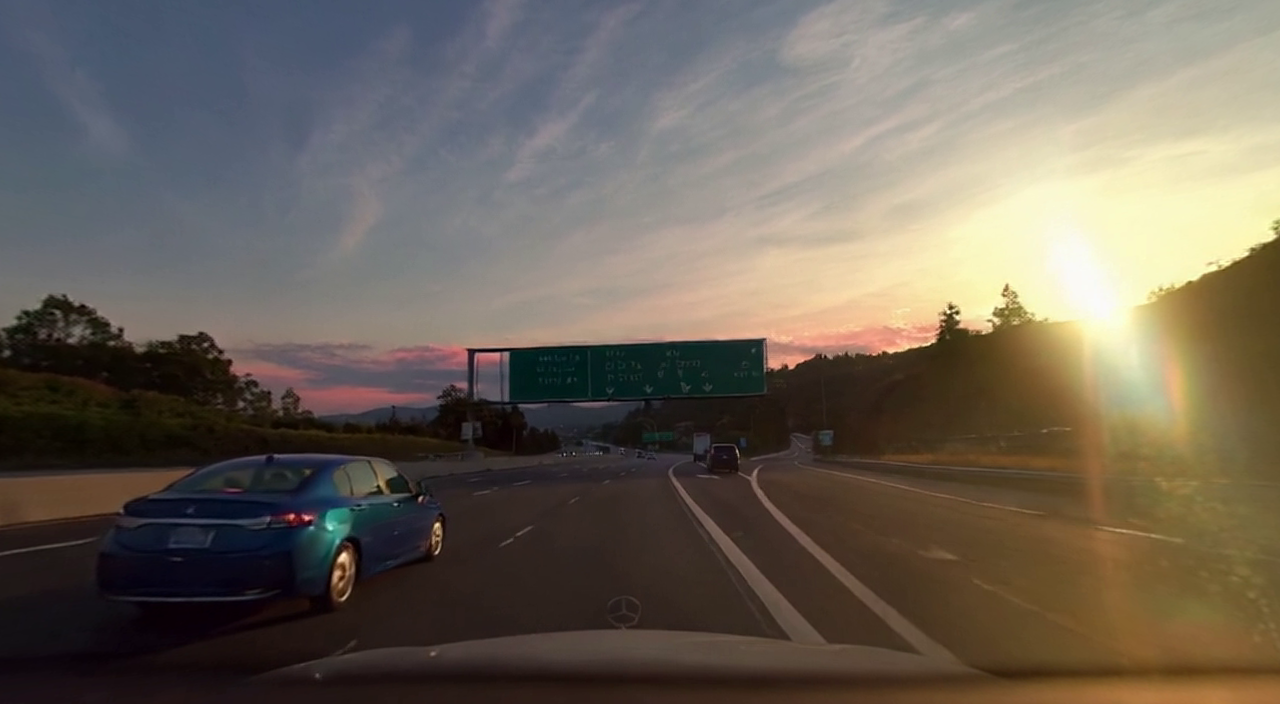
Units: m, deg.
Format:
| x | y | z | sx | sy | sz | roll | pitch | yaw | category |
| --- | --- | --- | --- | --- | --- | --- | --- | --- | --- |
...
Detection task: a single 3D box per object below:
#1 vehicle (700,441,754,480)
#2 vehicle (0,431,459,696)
| x | y | z | sx | sy | sz | roll | pitch | yaw | category |
| --- | --- | --- | --- | --- | --- | --- | --- | --- | --- |
| 4.400 | 5.568 | 32.496 | 2.225 | 1.833 | 4.340 | -1 | -9 | 1 | vehicle |
| -3.342 | 1.580 | 5.878 | 1.937 | 1.490 | 4.372 | -1 | -9 | 1 | vehicle |
